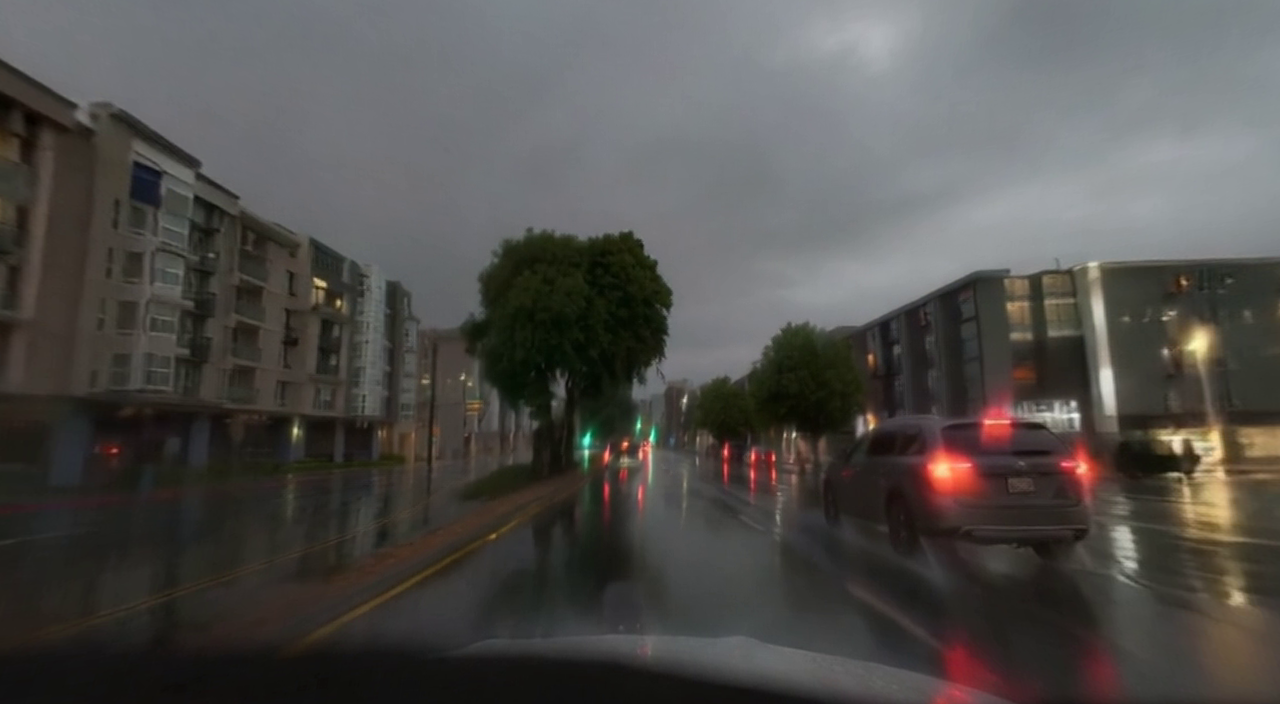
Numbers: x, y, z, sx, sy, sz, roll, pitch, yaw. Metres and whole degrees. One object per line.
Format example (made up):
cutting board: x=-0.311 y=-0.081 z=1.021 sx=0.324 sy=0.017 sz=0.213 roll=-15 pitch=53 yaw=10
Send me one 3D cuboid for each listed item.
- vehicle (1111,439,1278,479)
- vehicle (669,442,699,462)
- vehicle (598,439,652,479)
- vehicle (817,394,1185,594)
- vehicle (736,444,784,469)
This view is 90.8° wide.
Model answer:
vehicle: x=22.142 y=4.271 z=25.388 sx=4.692 sy=1.499 sz=2.117 roll=0 pitch=-9 yaw=-1
vehicle: x=3.395 y=7.832 z=49.545 sx=1.910 sy=1.474 sz=4.003 roll=0 pitch=-9 yaw=-2
vehicle: x=-0.540 y=4.276 z=25.426 sx=2.006 sy=1.487 sz=3.535 roll=0 pitch=-9 yaw=1
vehicle: x=3.720 y=1.532 z=7.571 sx=1.949 sy=1.723 sz=4.020 roll=0 pitch=-9 yaw=-1
vehicle: x=7.528 y=6.588 z=40.068 sx=1.962 sy=1.484 sz=4.644 roll=0 pitch=-9 yaw=-2
